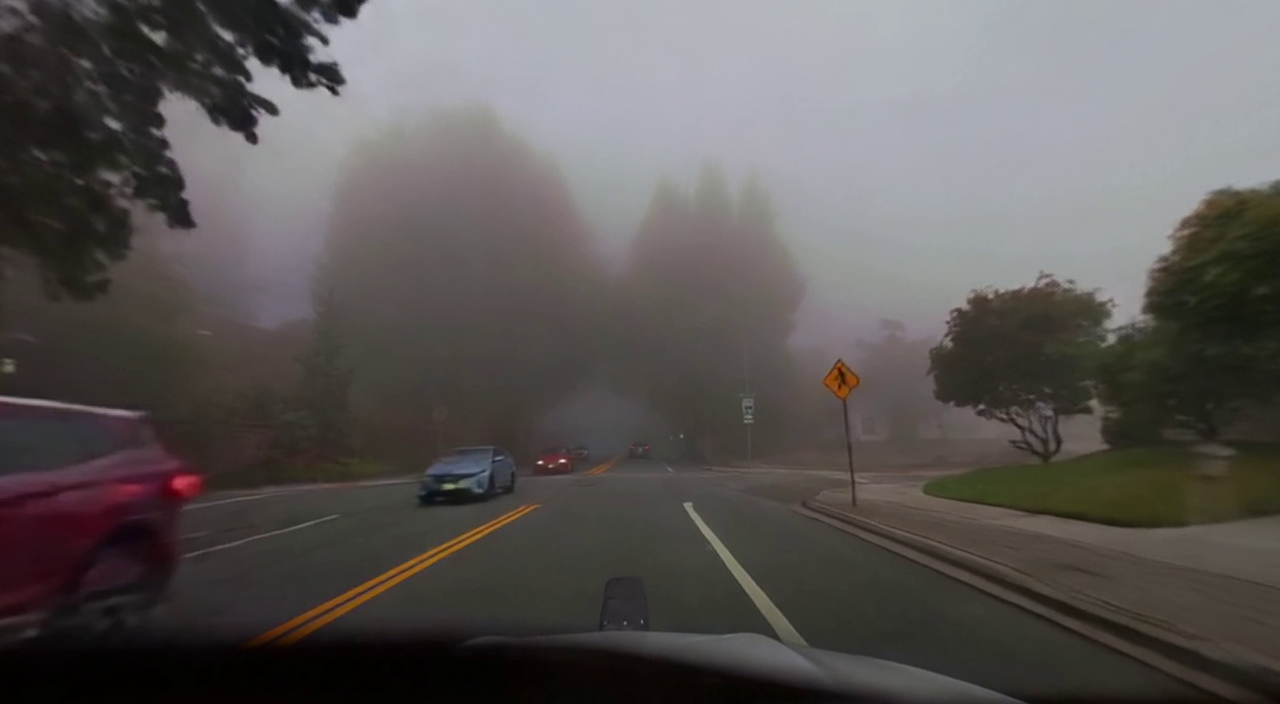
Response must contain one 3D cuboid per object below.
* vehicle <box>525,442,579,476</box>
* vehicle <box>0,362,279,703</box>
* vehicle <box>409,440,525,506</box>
[{"bbox_3d":[-4.235,5.201,30.948,1.979,1.532,4.212,0,-8,0],"label":"vehicle"},{"bbox_3d":[-4.400,0.970,3.321,2.134,1.821,4.719,0,-8,0],"label":"vehicle"},{"bbox_3d":[-4.402,3.123,16.769,1.862,1.491,4.266,0,-8,0],"label":"vehicle"}]
